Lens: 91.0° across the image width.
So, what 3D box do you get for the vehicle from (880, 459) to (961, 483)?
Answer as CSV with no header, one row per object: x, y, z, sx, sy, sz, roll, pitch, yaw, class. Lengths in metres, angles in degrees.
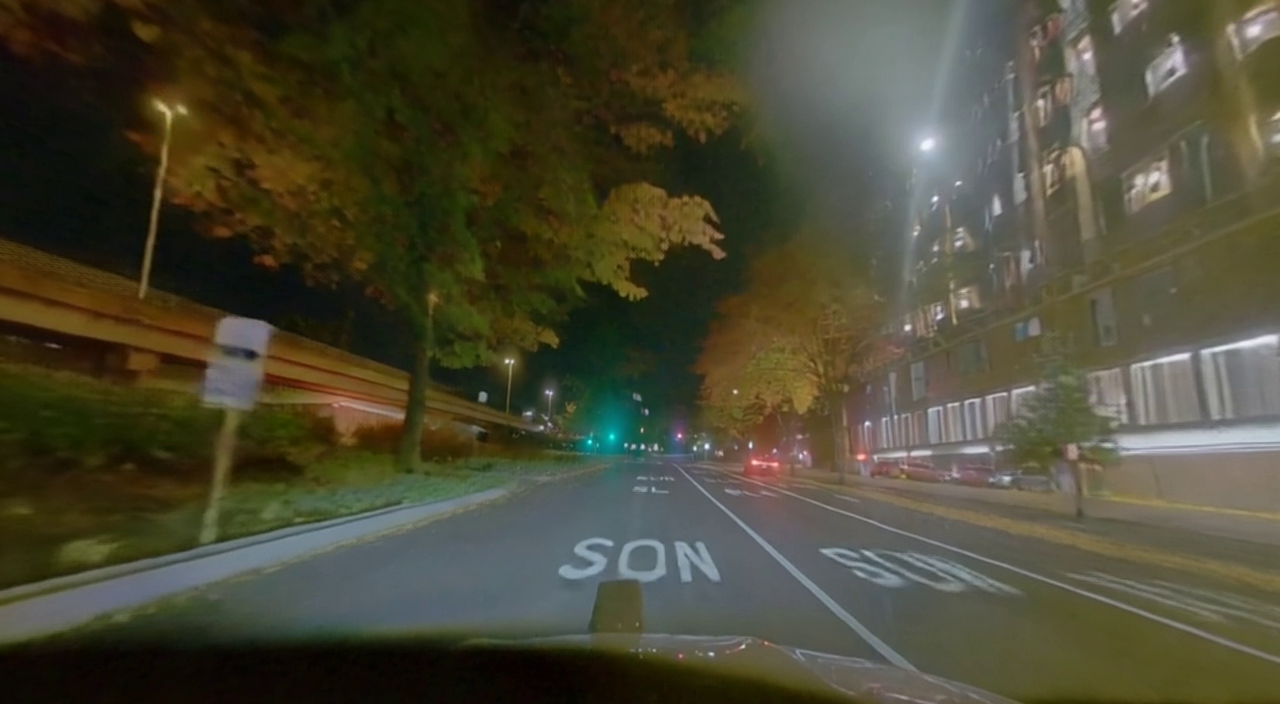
19.844,8.428,44.754,4.635,1.552,2.334,1,-9,1,vehicle
